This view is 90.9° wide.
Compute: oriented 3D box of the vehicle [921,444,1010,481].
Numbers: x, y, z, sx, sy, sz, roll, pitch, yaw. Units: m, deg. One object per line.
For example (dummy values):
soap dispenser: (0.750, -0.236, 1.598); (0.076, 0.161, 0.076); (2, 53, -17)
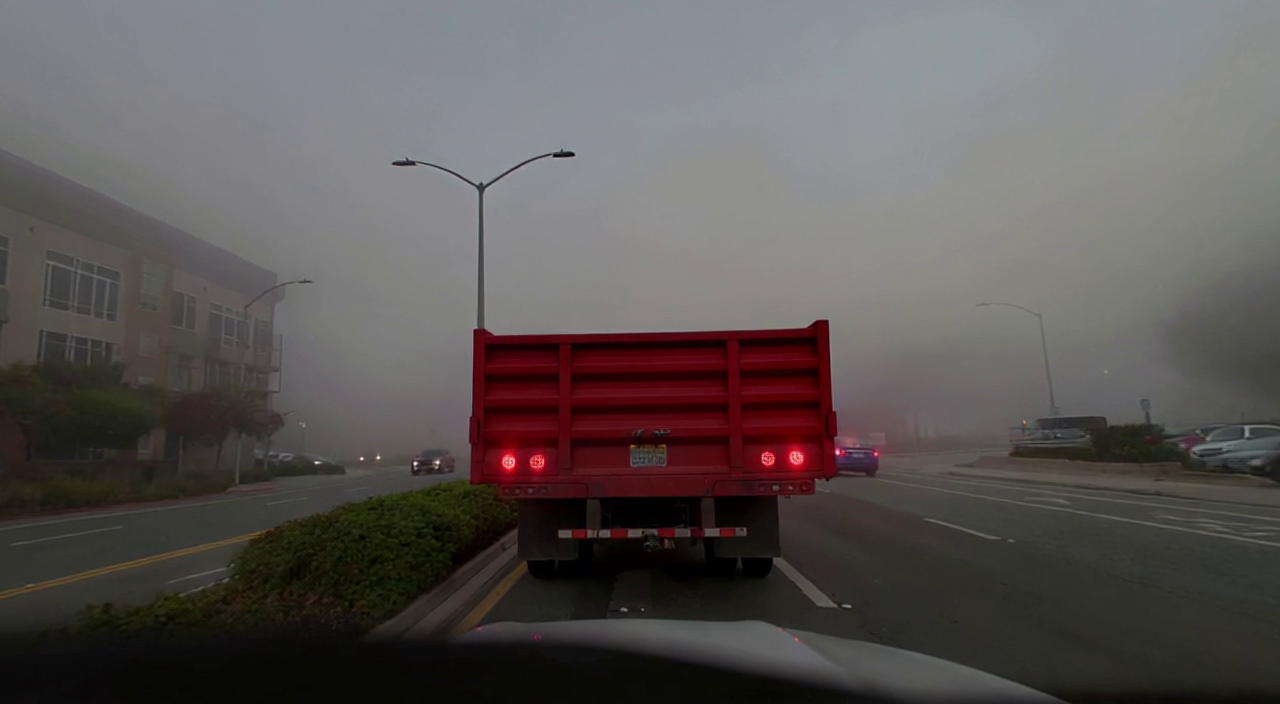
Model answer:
vehicle: (14.155, 4.796, 27.735); (1.777, 1.488, 4.081); (-1, -8, 1)

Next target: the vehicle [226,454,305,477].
vehicle: (-25.911, 7.867, 43.693); (4.409, 1.446, 1.862); (-2, -8, 9)

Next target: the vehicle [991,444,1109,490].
vehicle: (14.301, 3.991, 22.262); (1.702, 1.475, 3.670); (-1, -8, 1)

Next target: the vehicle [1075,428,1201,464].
vehicle: (23.136, 4.386, 29.439); (4.171, 1.614, 1.894); (-1, -8, 1)

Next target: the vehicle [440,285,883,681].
vehicle: (0.281, 1.275, 7.409); (2.650, 2.391, 7.008); (-1, -8, 3)
